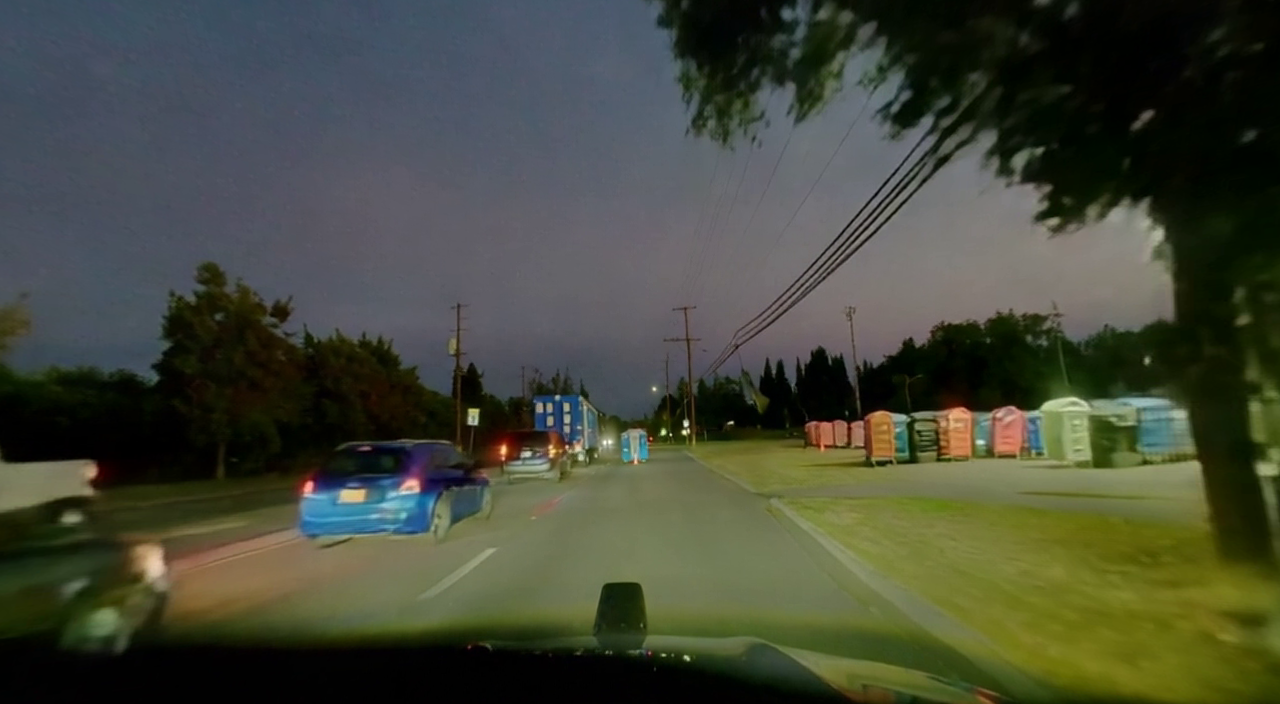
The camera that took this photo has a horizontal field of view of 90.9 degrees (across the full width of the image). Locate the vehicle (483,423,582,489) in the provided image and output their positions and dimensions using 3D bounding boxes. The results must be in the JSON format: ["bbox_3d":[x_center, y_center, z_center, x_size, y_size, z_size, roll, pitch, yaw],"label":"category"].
[{"bbox_3d":[-3.218,3.230,19.971,2.187,1.821,4.748,0,-8,2],"label":"vehicle"}]

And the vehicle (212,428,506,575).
[{"bbox_3d":[-3.327,1.842,8.677,1.966,1.466,4.473,0,-8,0],"label":"vehicle"}]

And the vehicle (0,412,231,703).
[{"bbox_3d":[-3.624,0.877,1.710,1.972,1.486,4.547,0,-8,0],"label":"vehicle"}]

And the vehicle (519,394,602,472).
[{"bbox_3d":[-3.708,4.086,31.538,3.120,3.393,7.945,0,-8,0],"label":"vehicle"}]

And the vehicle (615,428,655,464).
[{"bbox_3d":[-0.285,5.238,35.173,2.117,1.861,4.095,0,-8,-1],"label":"vehicle"}]
